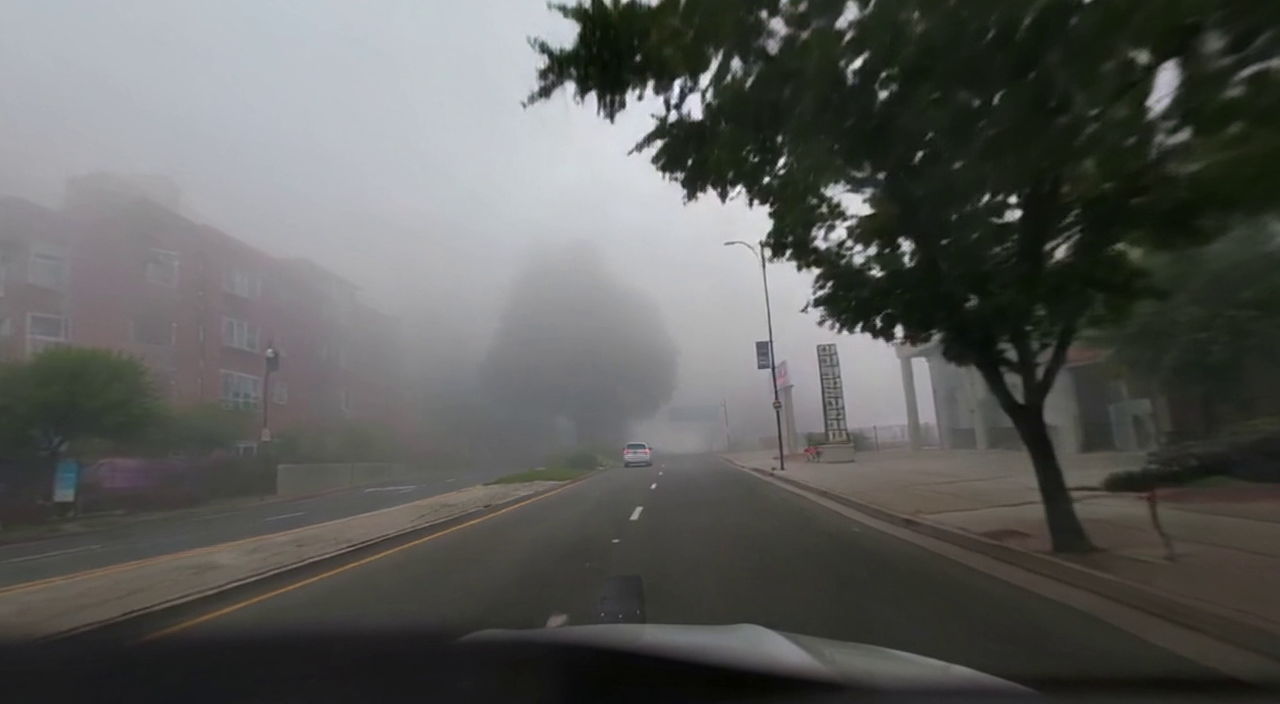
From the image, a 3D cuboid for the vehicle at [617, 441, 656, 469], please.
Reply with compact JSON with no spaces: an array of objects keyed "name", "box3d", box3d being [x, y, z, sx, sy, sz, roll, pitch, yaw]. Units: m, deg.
[{"name":"vehicle","box3d":[-0.171,6.757,41.565,2.235,1.719,4.292,-1,-8,4]}]
